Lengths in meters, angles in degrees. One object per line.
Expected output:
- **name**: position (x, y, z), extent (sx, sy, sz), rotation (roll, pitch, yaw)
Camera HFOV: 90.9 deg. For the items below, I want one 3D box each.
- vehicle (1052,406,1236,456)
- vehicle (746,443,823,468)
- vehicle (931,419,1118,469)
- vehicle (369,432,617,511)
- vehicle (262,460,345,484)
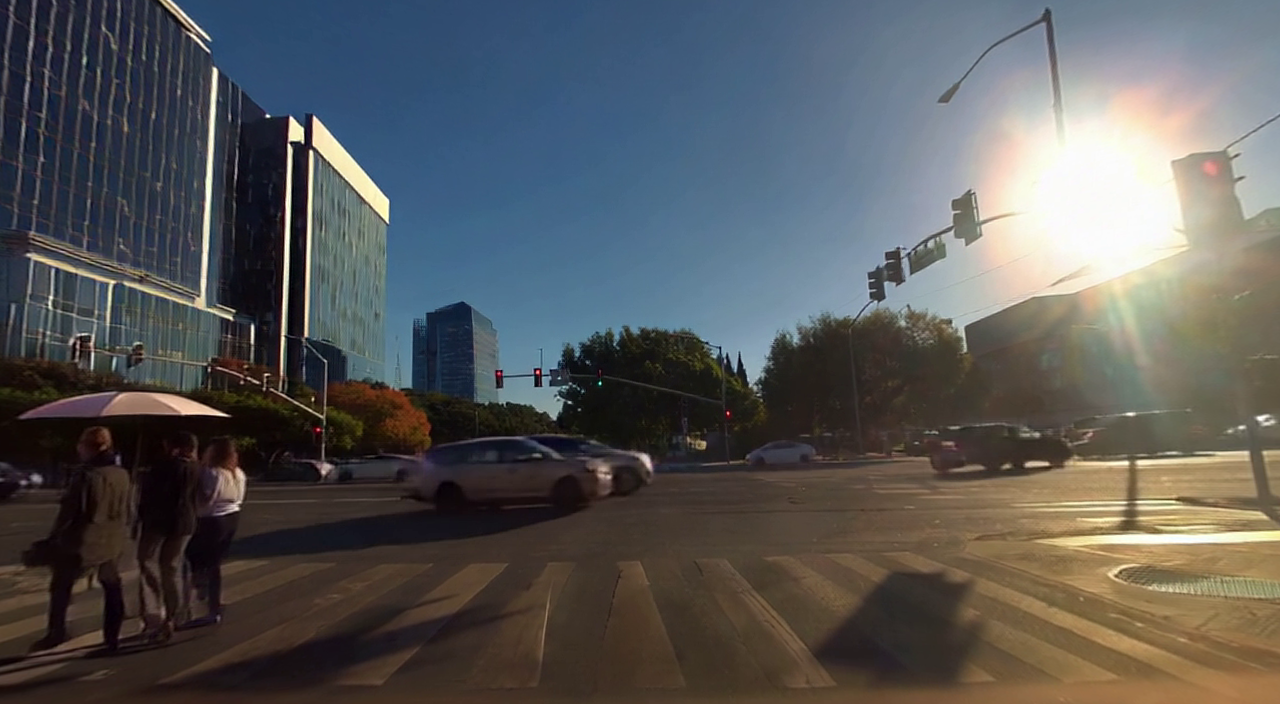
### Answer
- **vehicle**: position (18.868, 3.025, 23.829), extent (4.987, 1.780, 1.996), rotation (-1, -9, 6)
- **vehicle**: position (8.805, 6.372, 38.801), extent (4.377, 1.491, 1.734), rotation (-1, -9, 6)
- **vehicle**: position (11.949, 2.922, 19.886), extent (4.606, 1.479, 1.821), rotation (-1, -9, 6)
- **vehicle**: position (-2.993, 2.519, 13.479), extent (4.808, 1.517, 1.806), rotation (-1, -9, 6)
- **vehicle**: position (-22.520, 8.009, 42.264), extent (4.608, 1.481, 1.815), rotation (-2, -9, 5)
